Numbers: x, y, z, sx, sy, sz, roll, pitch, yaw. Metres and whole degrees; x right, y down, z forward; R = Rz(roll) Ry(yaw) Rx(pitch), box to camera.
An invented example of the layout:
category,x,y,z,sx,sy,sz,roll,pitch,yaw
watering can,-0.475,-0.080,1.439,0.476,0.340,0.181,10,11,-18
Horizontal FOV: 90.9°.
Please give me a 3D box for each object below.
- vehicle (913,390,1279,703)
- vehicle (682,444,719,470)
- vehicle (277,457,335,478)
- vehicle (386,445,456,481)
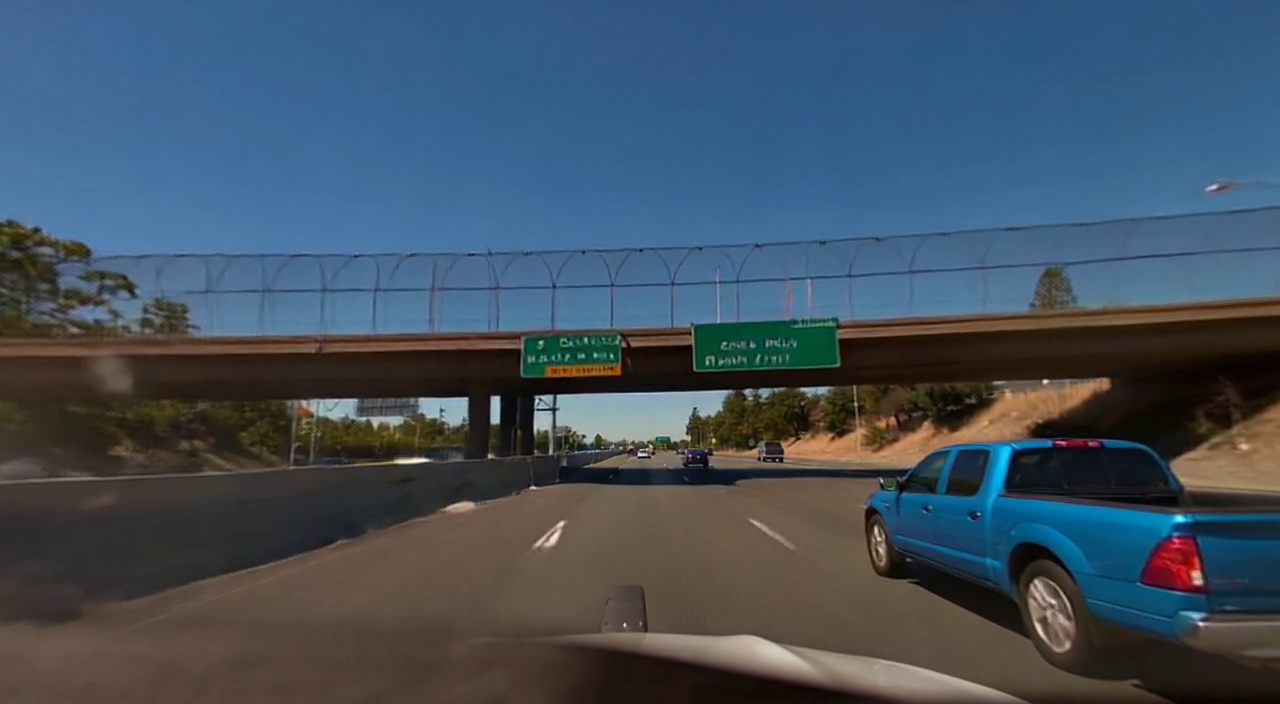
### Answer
category,x,y,z,sx,sy,sz,roll,pitch,yaw
vehicle,3.343,0.981,2.792,2.119,1.524,4.807,0,-8,0
vehicle,3.984,7.010,42.235,2.014,1.643,4.039,0,-8,-1
vehicle,-25.551,8.835,48.453,1.845,1.475,4.734,0,-8,0
vehicle,-11.312,5.736,32.933,1.986,1.742,4.461,0,-8,1
